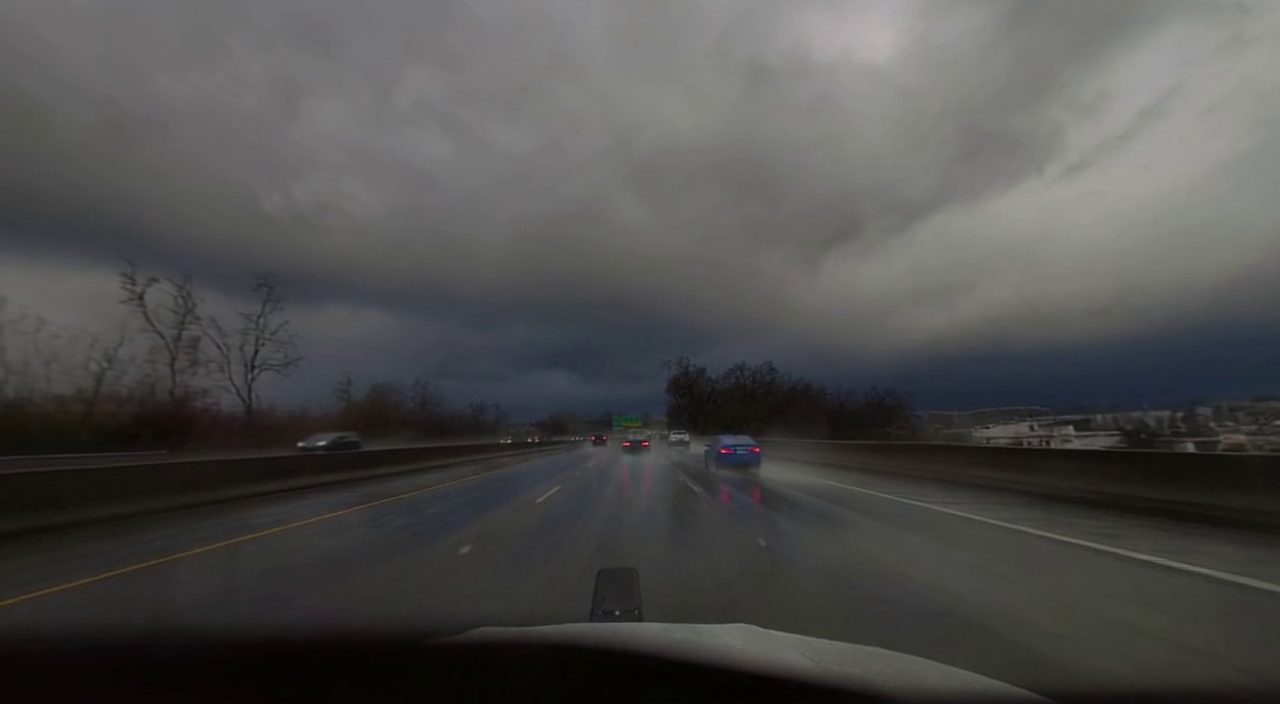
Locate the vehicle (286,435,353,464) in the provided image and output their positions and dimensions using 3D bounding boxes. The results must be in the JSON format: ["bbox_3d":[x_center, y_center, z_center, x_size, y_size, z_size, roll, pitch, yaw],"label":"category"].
[{"bbox_3d":[-21.130,6.424,41.637,1.948,1.771,4.651,0,-8,0],"label":"vehicle"}]

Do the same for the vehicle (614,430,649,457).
[{"bbox_3d":[-0.614,6.001,41.343,2.182,1.680,4.253,0,-8,-1],"label":"vehicle"}]

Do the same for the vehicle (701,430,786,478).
[{"bbox_3d":[3.493,3.539,22.179,2.056,1.479,4.660,0,-8,-2],"label":"vehicle"}]

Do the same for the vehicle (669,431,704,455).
[{"bbox_3d":[3.304,6.592,45.581,2.098,1.677,4.275,0,-8,-2],"label":"vehicle"}]
